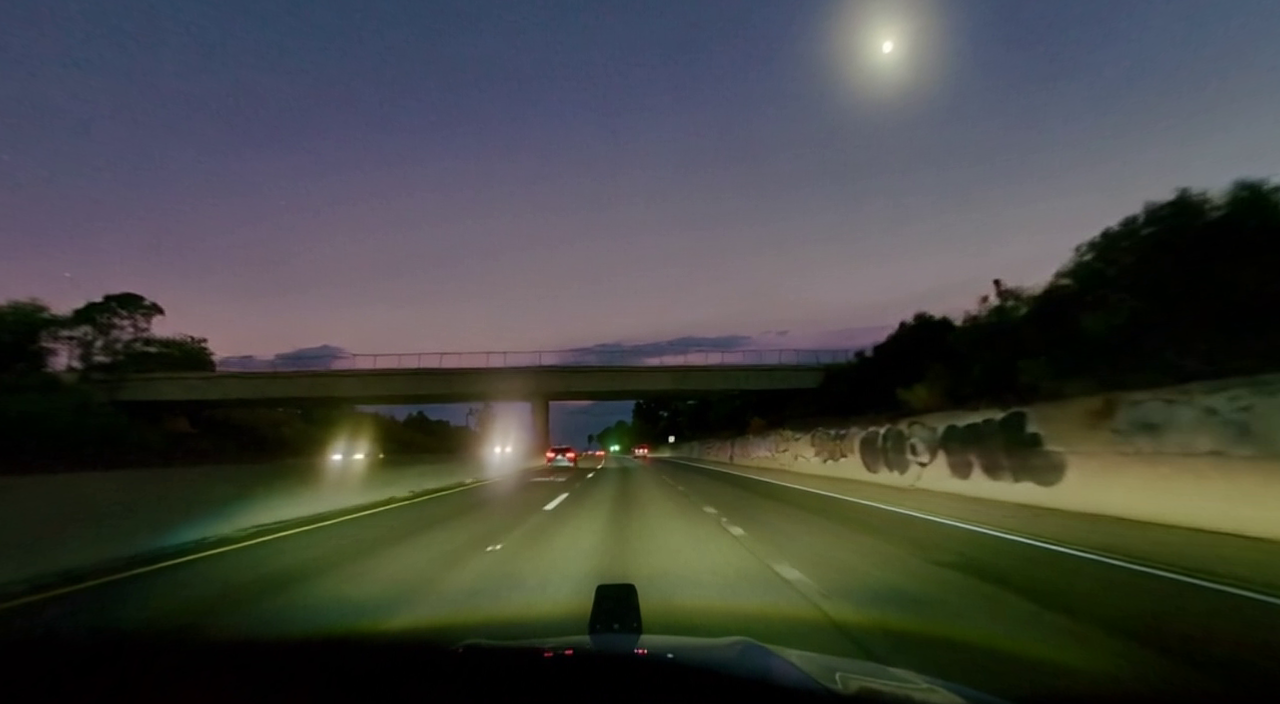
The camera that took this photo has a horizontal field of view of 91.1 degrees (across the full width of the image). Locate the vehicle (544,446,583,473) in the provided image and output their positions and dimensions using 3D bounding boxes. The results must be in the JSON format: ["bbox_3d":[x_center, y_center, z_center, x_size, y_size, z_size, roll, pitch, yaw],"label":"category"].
[{"bbox_3d":[-4.365,6.186,36.245,1.871,1.459,3.771,0,-9,-1],"label":"vehicle"}]
